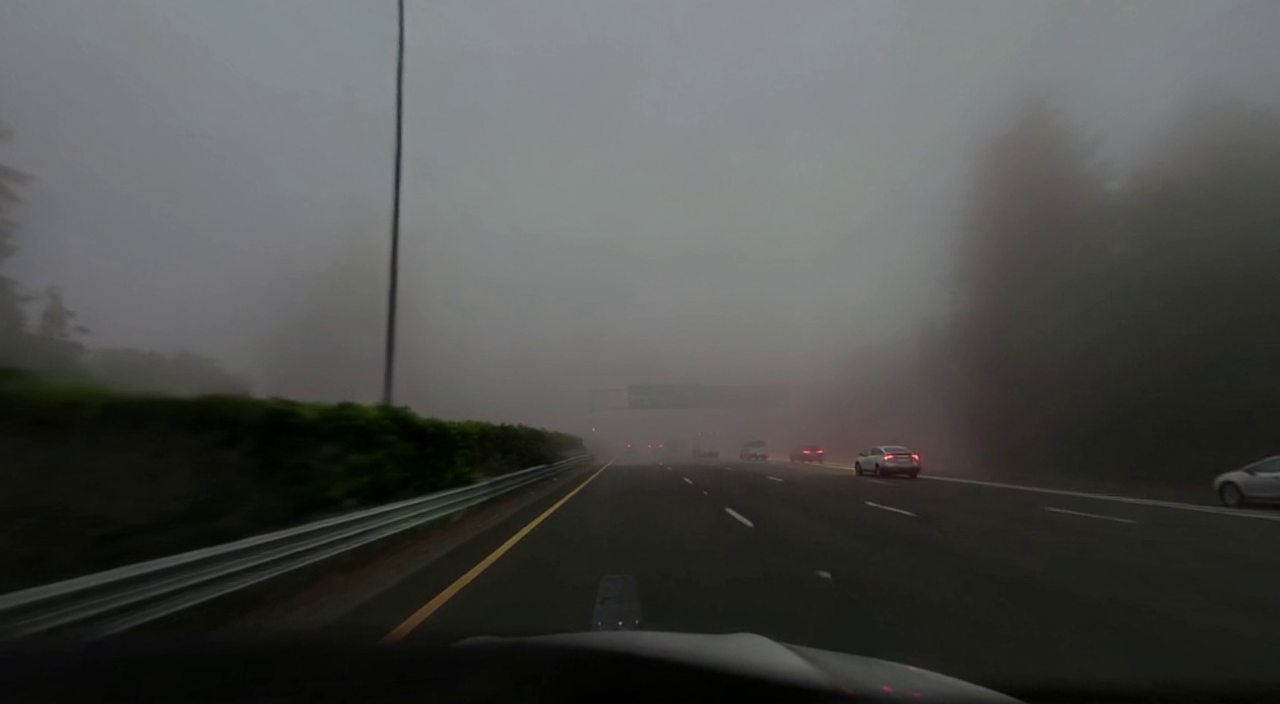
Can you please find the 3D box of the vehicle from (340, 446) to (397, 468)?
[{"bbox_3d":[-18.972,7.377,44.445,1.996,1.458,4.528,0,-9,0],"label":"vehicle"}]

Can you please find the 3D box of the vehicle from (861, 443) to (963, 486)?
[{"bbox_3d":[9.874,4.081,23.291,1.836,1.418,4.132,0,-9,-1],"label":"vehicle"}]
